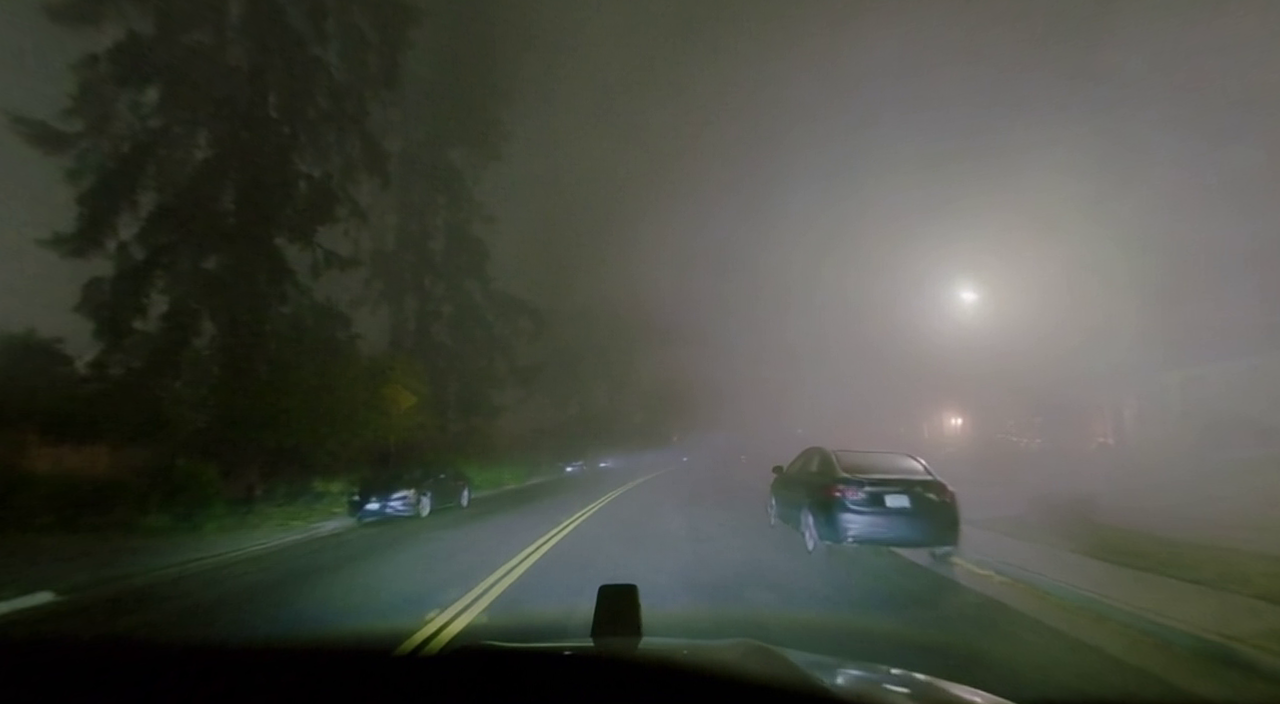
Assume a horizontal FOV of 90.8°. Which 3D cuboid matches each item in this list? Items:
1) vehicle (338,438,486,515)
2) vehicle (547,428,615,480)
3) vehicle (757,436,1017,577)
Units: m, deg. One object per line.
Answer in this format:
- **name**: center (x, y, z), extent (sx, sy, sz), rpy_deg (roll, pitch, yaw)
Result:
- **vehicle**: center (-5.455, 3.233, 15.815), extent (2.005, 1.557, 4.172), rpy_deg (-3, -15, 2)
- **vehicle**: center (-3.184, 5.913, 35.738), extent (2.334, 2.126, 6.444), rpy_deg (-6, -15, 7)
- **vehicle**: center (3.018, 1.958, 8.852), extent (1.972, 1.460, 4.137), rpy_deg (-1, -8, 0)
